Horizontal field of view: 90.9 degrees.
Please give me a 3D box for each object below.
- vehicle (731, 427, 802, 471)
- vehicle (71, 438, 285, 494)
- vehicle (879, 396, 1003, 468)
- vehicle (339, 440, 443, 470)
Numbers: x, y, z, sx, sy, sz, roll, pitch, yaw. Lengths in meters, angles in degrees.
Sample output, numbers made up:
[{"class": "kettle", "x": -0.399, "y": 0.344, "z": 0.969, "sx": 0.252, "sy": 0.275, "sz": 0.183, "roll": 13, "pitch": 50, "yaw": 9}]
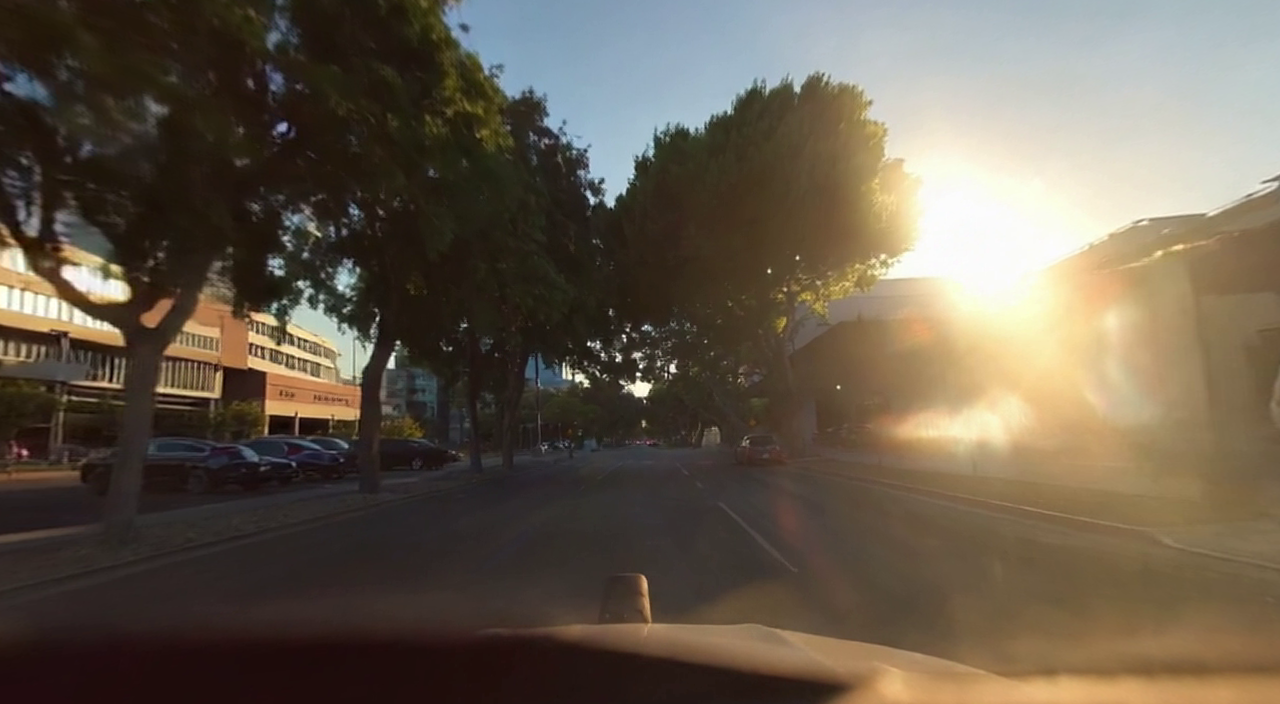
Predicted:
[{"class": "vehicle", "x": 6.153, "y": 4.789, "z": 31.352, "sx": 2.338, "sy": 1.942, "sz": 5.267, "roll": 0, "pitch": -8, "yaw": -1}, {"class": "vehicle", "x": -14.475, "y": 3.595, "z": 20.085, "sx": 4.954, "sy": 1.614, "sz": 2.227, "roll": 0, "pitch": -9, "yaw": -4}, {"class": "vehicle", "x": 13.273, "y": 3.646, "z": 28.404, "sx": 2.935, "sy": 2.889, "sz": 5.499, "roll": -1, "pitch": -8, "yaw": 2}, {"class": "vehicle", "x": -13.599, "y": 5.647, "z": 34.659, "sx": 4.765, "sy": 1.517, "sz": 2.182, "roll": 0, "pitch": -9, "yaw": 0}]
